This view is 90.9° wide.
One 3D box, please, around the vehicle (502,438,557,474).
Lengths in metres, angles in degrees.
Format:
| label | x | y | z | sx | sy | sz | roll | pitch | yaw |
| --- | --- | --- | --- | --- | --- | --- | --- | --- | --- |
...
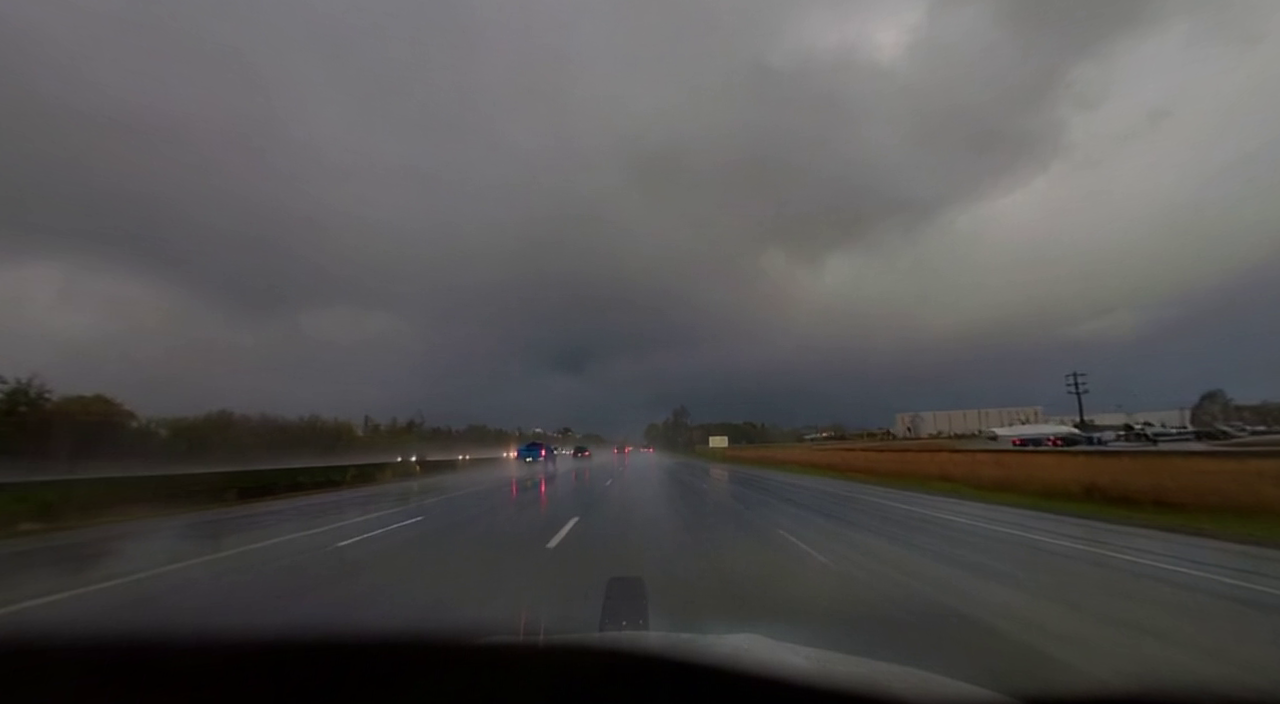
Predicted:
| label | x | y | z | sx | sy | sz | roll | pitch | yaw |
| --- | --- | --- | --- | --- | --- | --- | --- | --- | --- |
| vehicle | -6.389 | 6.121 | 37.329 | 2.156 | 1.911 | 5.956 | 0 | -8 | 0 |
